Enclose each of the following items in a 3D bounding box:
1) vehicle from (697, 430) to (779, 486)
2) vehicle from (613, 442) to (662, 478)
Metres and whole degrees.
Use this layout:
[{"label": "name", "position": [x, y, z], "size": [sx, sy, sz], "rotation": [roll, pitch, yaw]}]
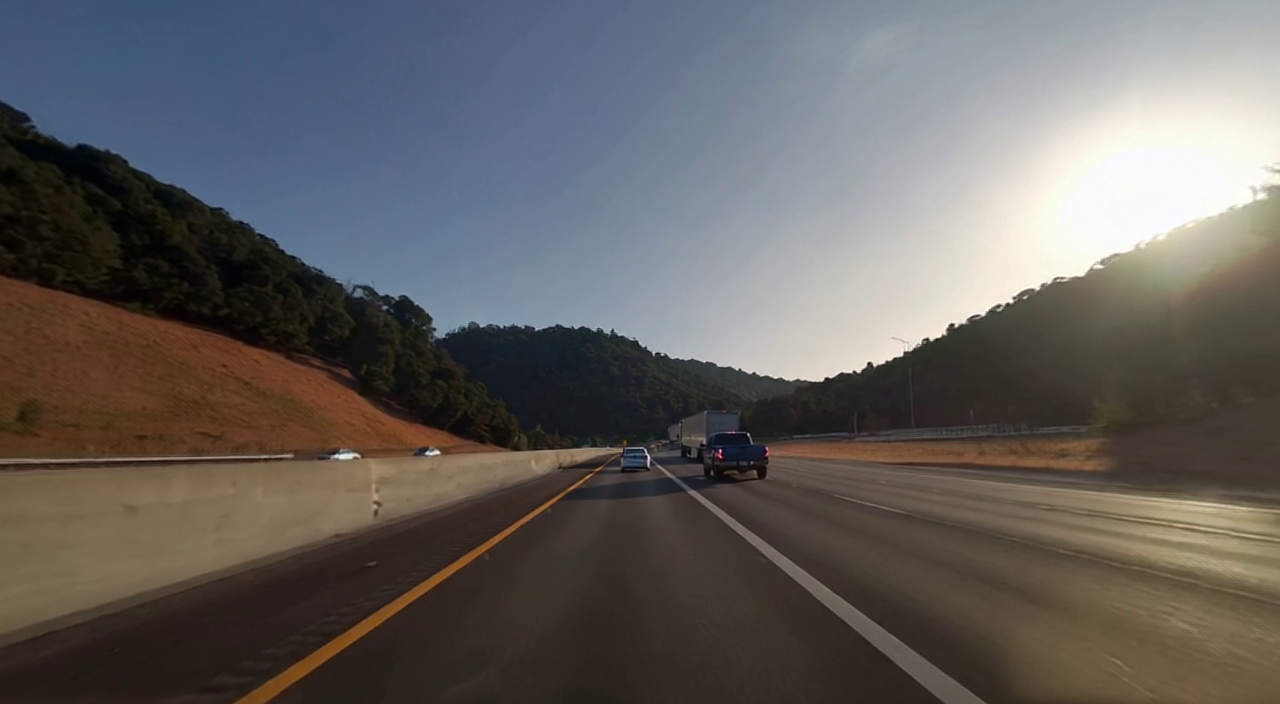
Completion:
[{"label": "vehicle", "position": [3.429, 3.832, 23.059], "size": [2.098, 1.794, 4.561], "rotation": [0, -9, -2]}, {"label": "vehicle", "position": [-0.137, 4.860, 28.644], "size": [2.083, 1.477, 3.965], "rotation": [0, -9, -1]}]
